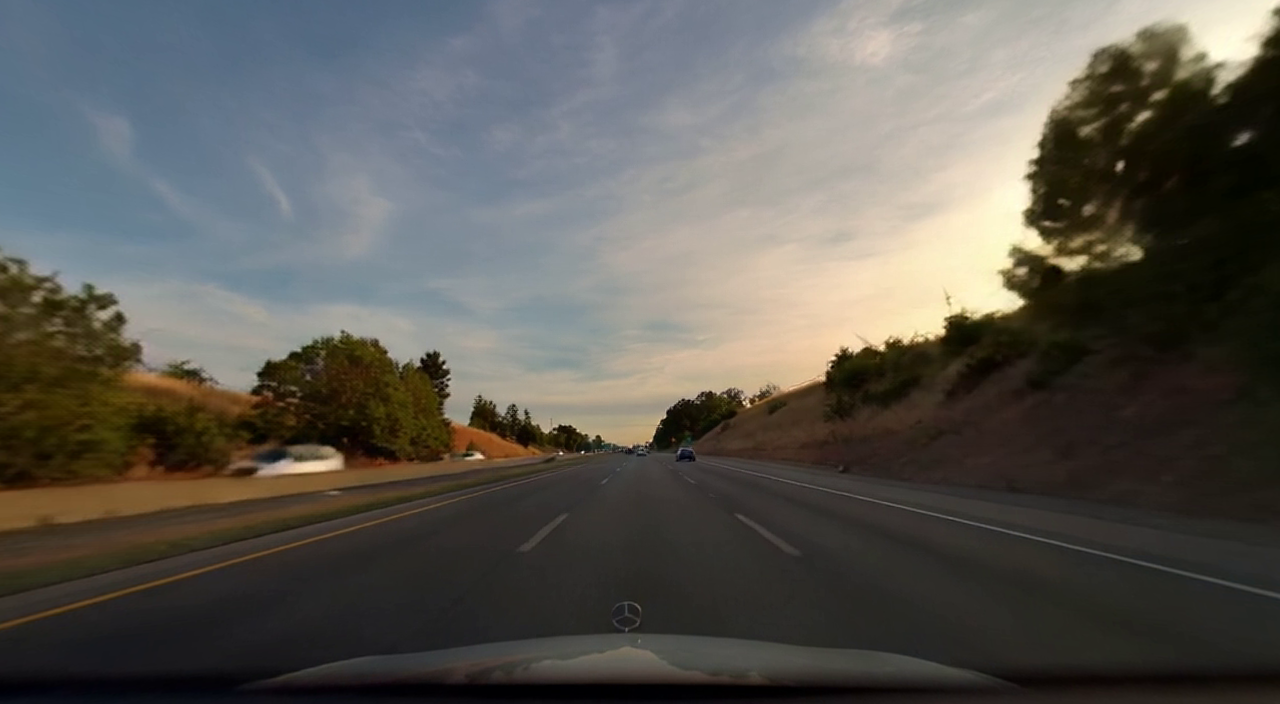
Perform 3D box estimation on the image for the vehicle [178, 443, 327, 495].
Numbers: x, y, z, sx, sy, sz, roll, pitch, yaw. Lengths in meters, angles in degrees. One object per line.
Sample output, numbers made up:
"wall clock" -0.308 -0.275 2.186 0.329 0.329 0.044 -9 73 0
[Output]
"vehicle" -12.248 3.706 20.334 2.158 1.468 4.077 0 -9 1
